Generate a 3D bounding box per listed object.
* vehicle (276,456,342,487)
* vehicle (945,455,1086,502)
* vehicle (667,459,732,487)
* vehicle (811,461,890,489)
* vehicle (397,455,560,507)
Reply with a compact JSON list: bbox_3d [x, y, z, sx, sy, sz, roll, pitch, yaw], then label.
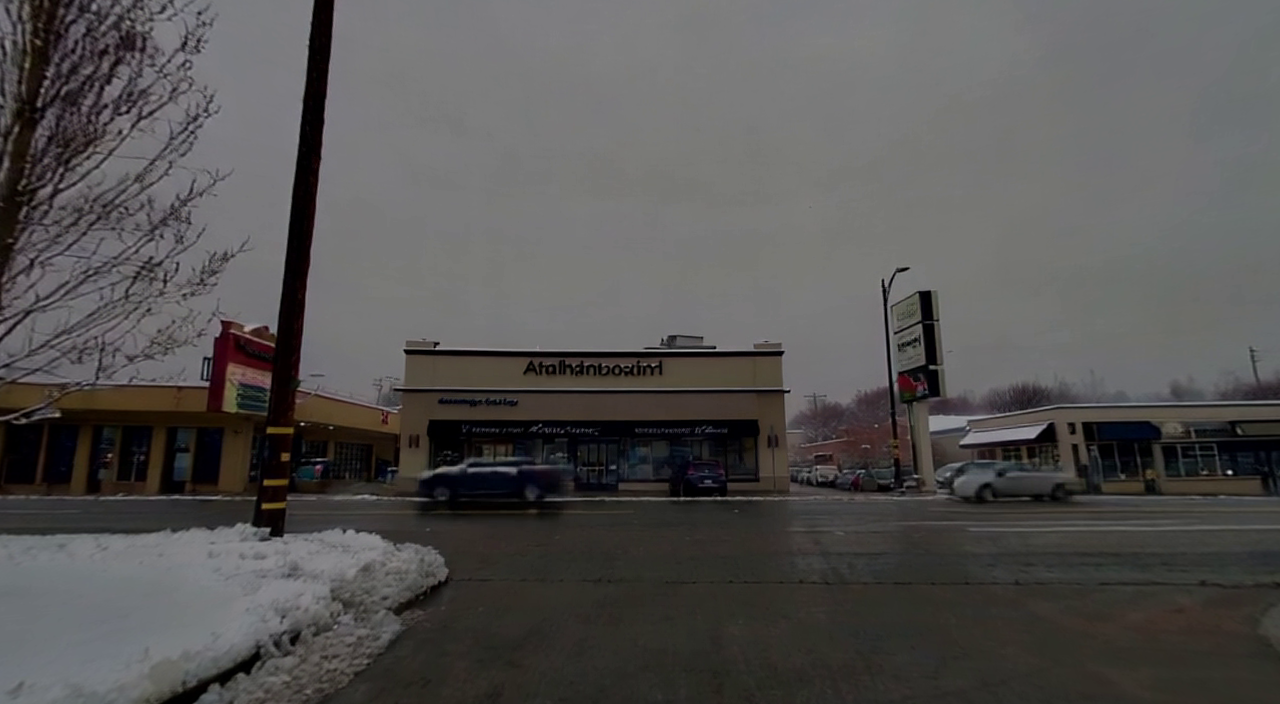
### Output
[{"bbox_3d":[-20.006,7.162,38.089,4.596,1.680,1.936,-7,-11,41],"label":"vehicle"},{"bbox_3d":[13.784,4.623,23.342,4.073,1.609,1.813,1,-9,-4],"label":"vehicle"},{"bbox_3d":[3.610,7.495,39.404,1.812,1.468,4.519,5,-10,-28],"label":"vehicle"},{"bbox_3d":[12.997,7.581,39.230,1.791,1.453,4.593,5,-10,-29],"label":"vehicle"},{"bbox_3d":[-4.847,3.945,19.601,4.661,1.478,1.878,1,-9,-7],"label":"vehicle"}]
